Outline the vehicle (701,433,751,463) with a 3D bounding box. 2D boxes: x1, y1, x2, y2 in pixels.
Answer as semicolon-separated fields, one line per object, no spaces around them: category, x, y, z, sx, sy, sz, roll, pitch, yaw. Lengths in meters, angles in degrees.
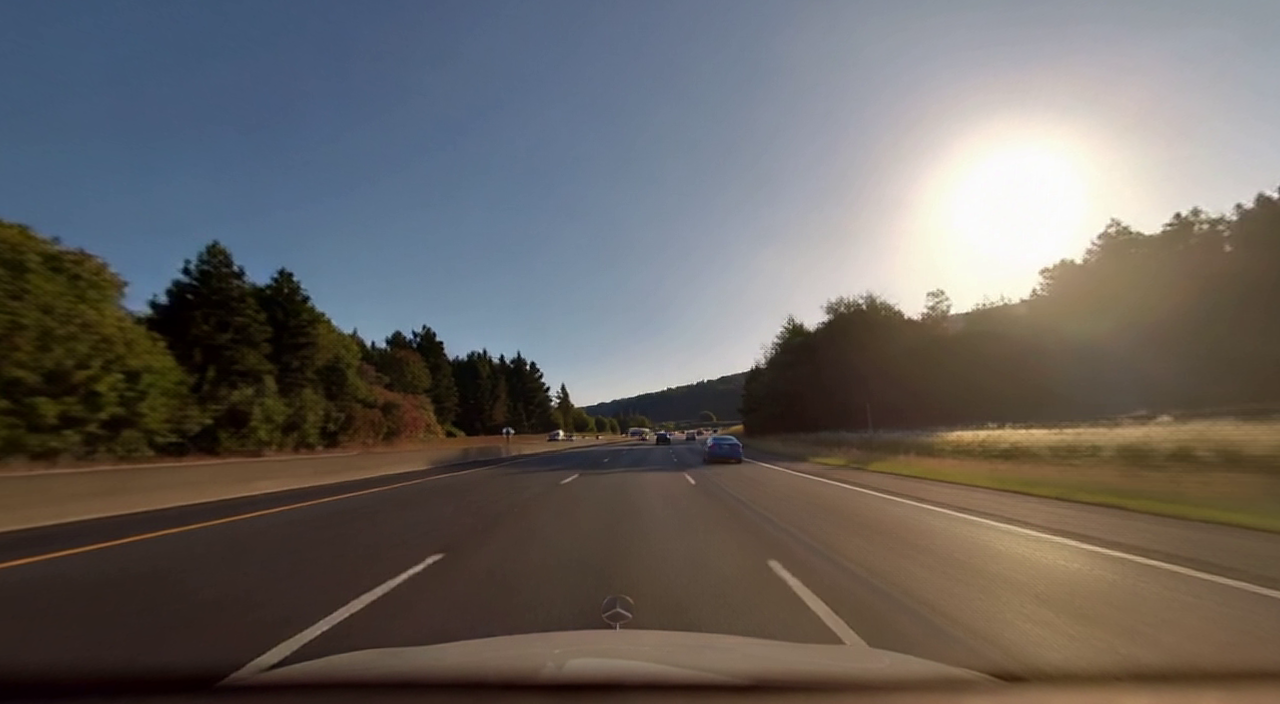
vehicle;4.356;4.948;32.567;1.982;1.452;4.294;0;-8;0
